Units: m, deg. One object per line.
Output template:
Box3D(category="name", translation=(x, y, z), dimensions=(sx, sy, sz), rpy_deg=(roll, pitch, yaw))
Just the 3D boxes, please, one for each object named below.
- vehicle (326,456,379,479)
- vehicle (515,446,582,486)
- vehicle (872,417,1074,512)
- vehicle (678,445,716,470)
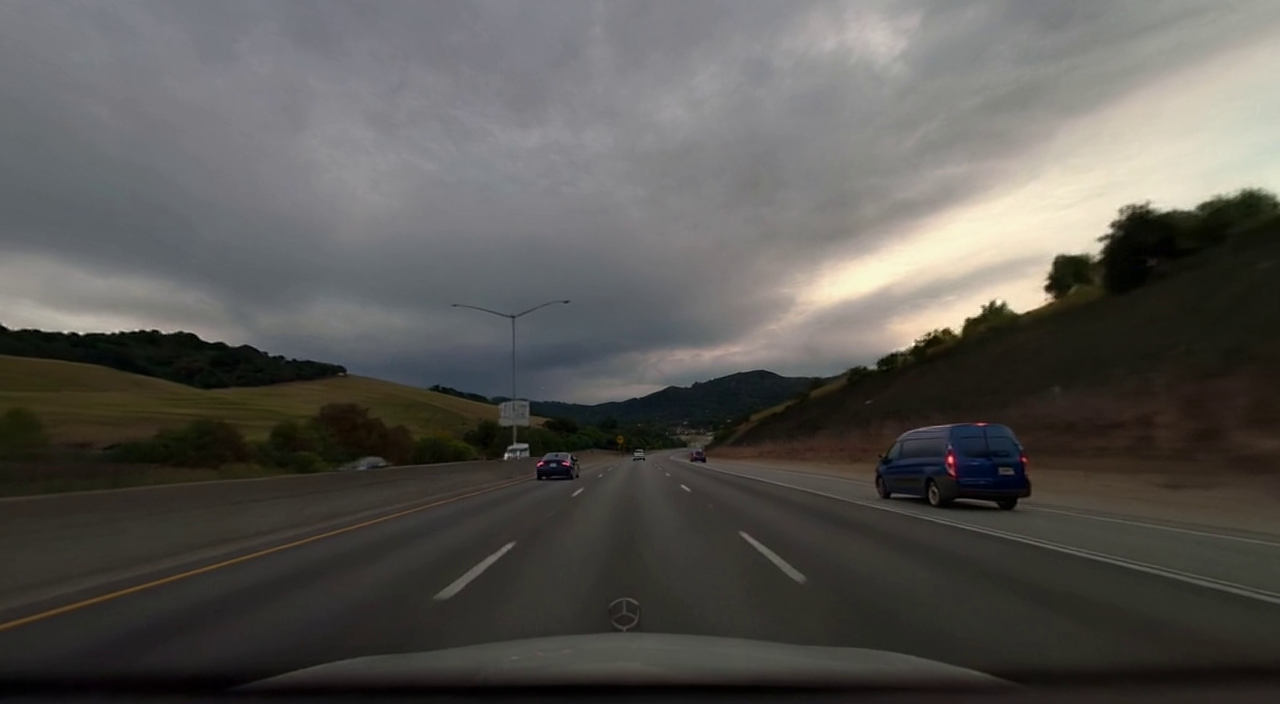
Box3D(category="vehicle", translation=(-18.558, 7.449, 40.712), dimensions=(1.711, 1.394, 3.590), rpy_deg=(0, -9, 0))
Box3D(category="vehicle", translation=(-3.783, 4.776, 26.718), dimensions=(2.160, 1.530, 4.500), rpy_deg=(0, -9, 0))
Box3D(category="vehicle", translation=(7.805, 2.712, 15.528), dimensions=(2.133, 1.933, 4.986), rpy_deg=(0, -9, -1))
Box3D(category="vehicle", translation=(3.955, 7.433, 44.409), dimensions=(2.069, 1.625, 4.832), rpy_deg=(0, -9, -1))
